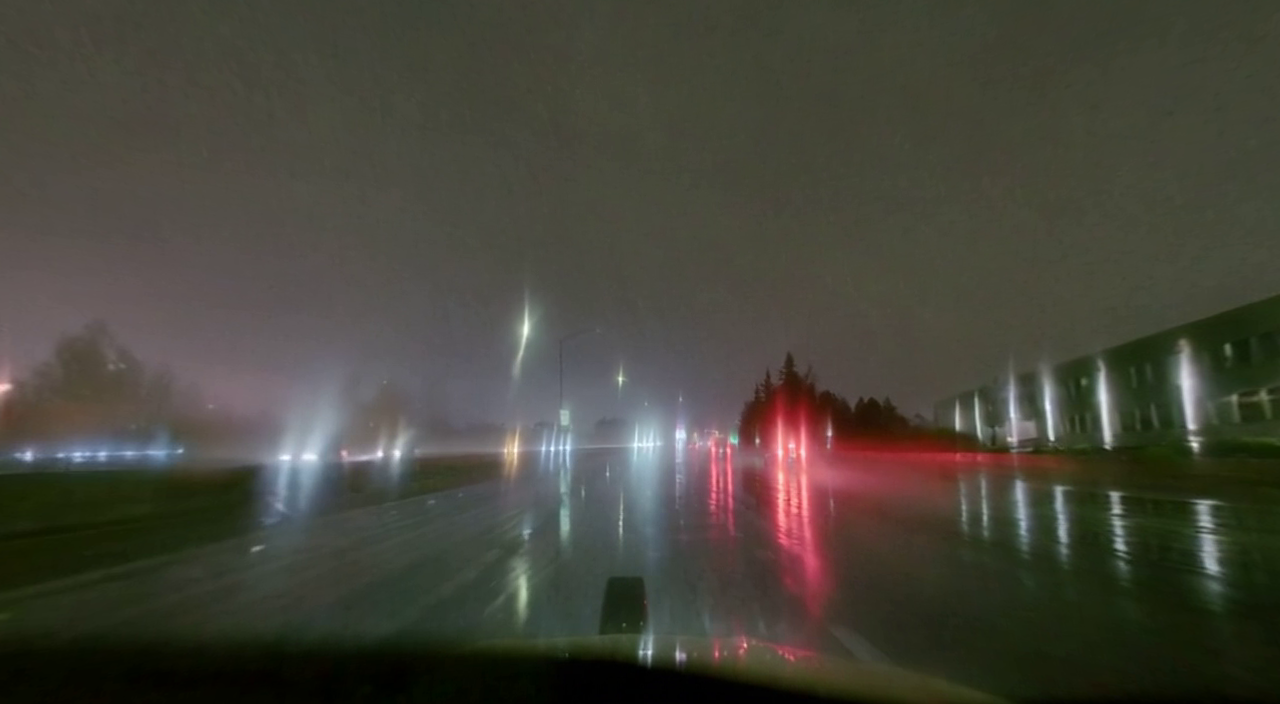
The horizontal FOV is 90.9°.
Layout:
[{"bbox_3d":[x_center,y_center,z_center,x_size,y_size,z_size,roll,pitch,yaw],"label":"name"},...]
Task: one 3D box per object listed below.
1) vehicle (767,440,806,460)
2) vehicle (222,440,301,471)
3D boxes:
[{"bbox_3d":[11.481,7.710,49.666,2.000,1.514,4.585,-1,-8,1],"label":"vehicle"},{"bbox_3d":[-17.655,4.830,29.610,1.487,1.357,3.356,-1,-8,3],"label":"vehicle"}]
